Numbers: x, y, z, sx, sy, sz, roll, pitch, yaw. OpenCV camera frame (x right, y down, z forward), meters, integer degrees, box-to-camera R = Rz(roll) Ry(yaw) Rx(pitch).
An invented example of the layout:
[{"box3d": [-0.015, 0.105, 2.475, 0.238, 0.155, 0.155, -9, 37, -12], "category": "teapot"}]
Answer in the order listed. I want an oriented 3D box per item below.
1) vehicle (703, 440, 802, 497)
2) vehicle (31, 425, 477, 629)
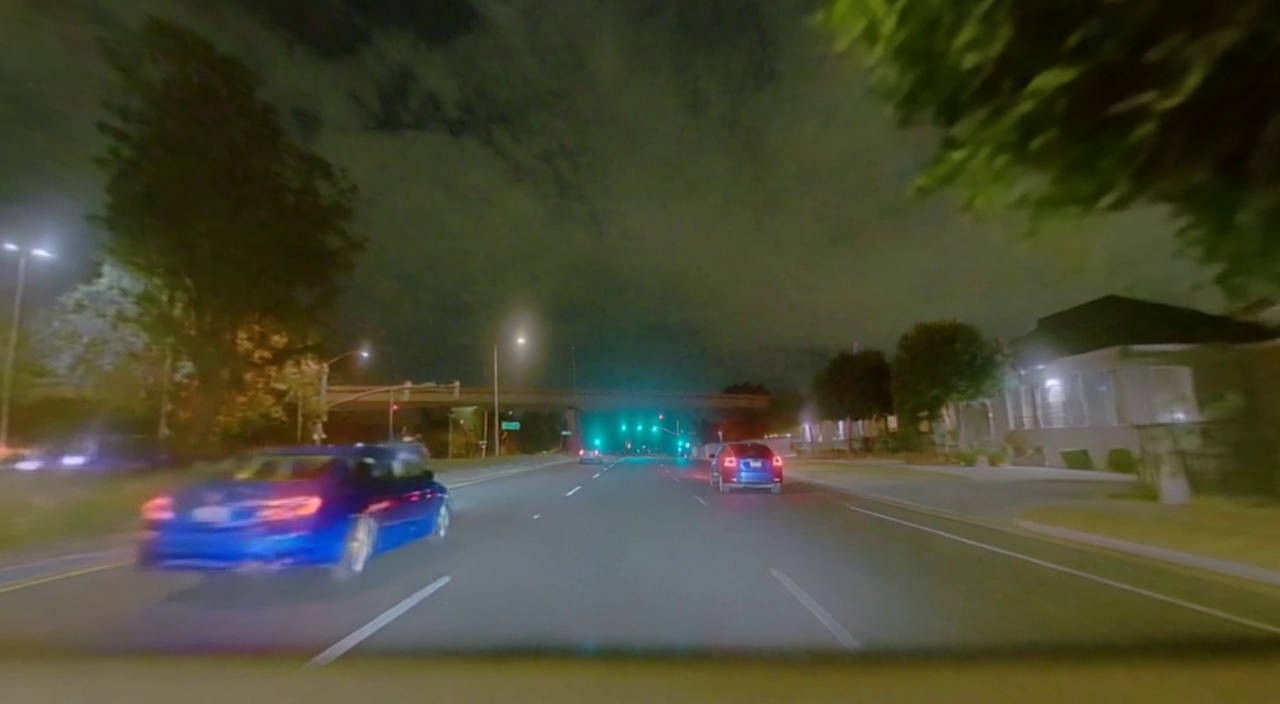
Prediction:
[{"box3d": [3.227, 3.426, 19.067, 2.068, 1.497, 4.247, 0, -8, -2], "category": "vehicle"}, {"box3d": [-3.423, 1.613, 6.919, 2.060, 1.484, 4.417, 0, -8, 1], "category": "vehicle"}]
